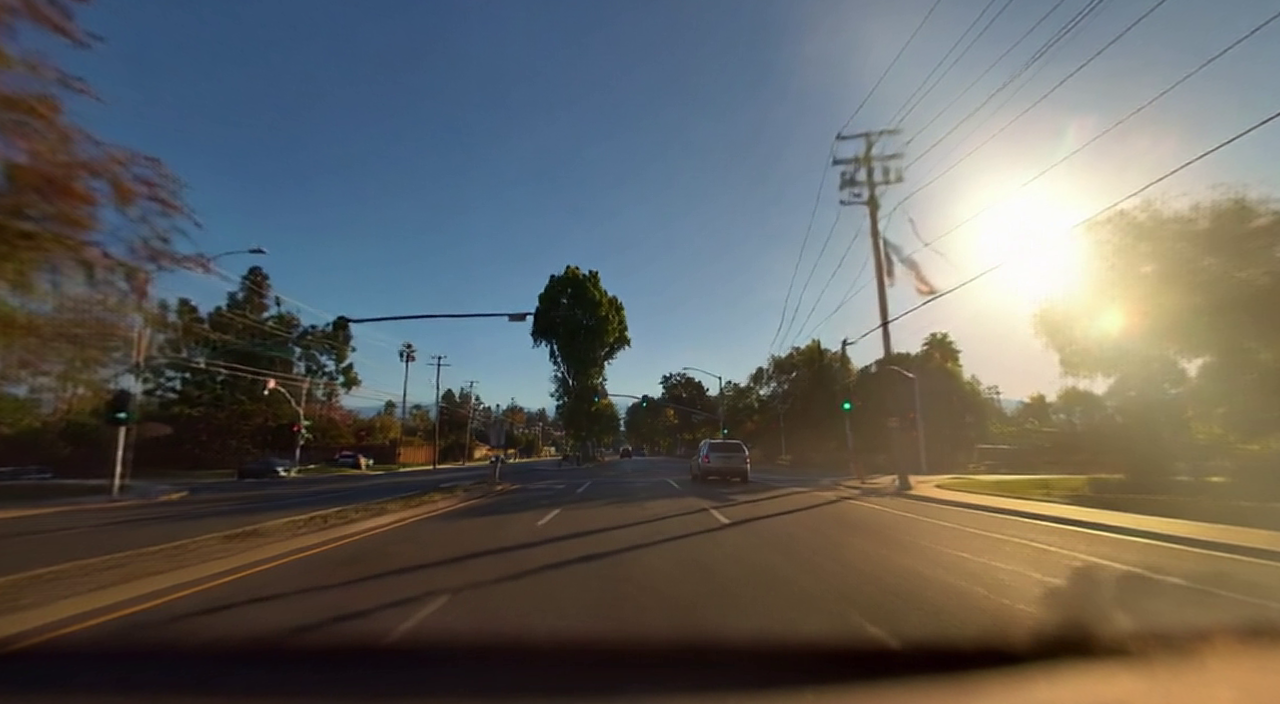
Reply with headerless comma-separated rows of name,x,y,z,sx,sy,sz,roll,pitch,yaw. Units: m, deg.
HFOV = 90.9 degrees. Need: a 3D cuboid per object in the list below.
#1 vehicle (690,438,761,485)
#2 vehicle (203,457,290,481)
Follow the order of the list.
vehicle,3.499,4.578,26.775,2.240,1.781,4.433,0,-8,-2
vehicle,-26.348,7.847,42.314,4.447,1.499,1.984,0,-8,0
